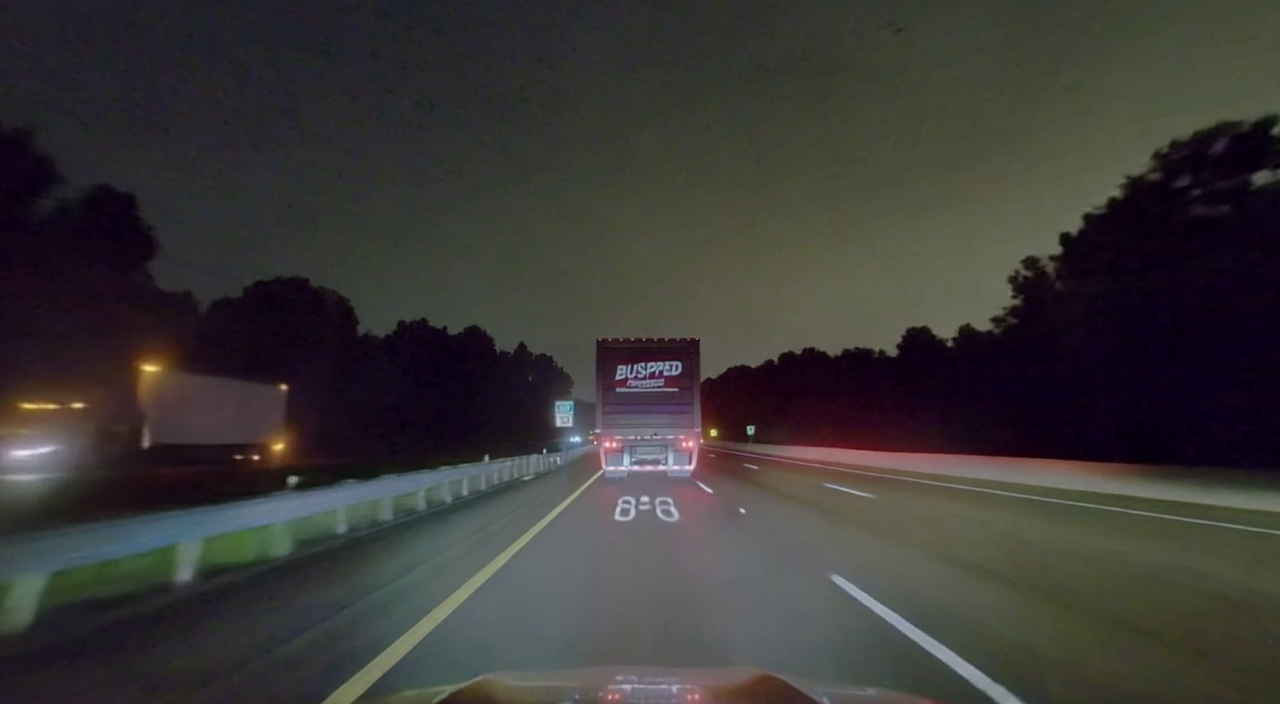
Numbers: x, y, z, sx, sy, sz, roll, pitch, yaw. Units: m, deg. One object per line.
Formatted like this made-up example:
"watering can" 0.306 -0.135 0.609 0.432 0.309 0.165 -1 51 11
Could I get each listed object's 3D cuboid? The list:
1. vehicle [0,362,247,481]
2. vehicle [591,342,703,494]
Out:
"vehicle" -15.078 2.109 18.443 2.644 2.823 6.810 0 -8 0
"vehicle" 0.086 2.260 20.578 2.870 3.911 8.697 0 -8 -1
